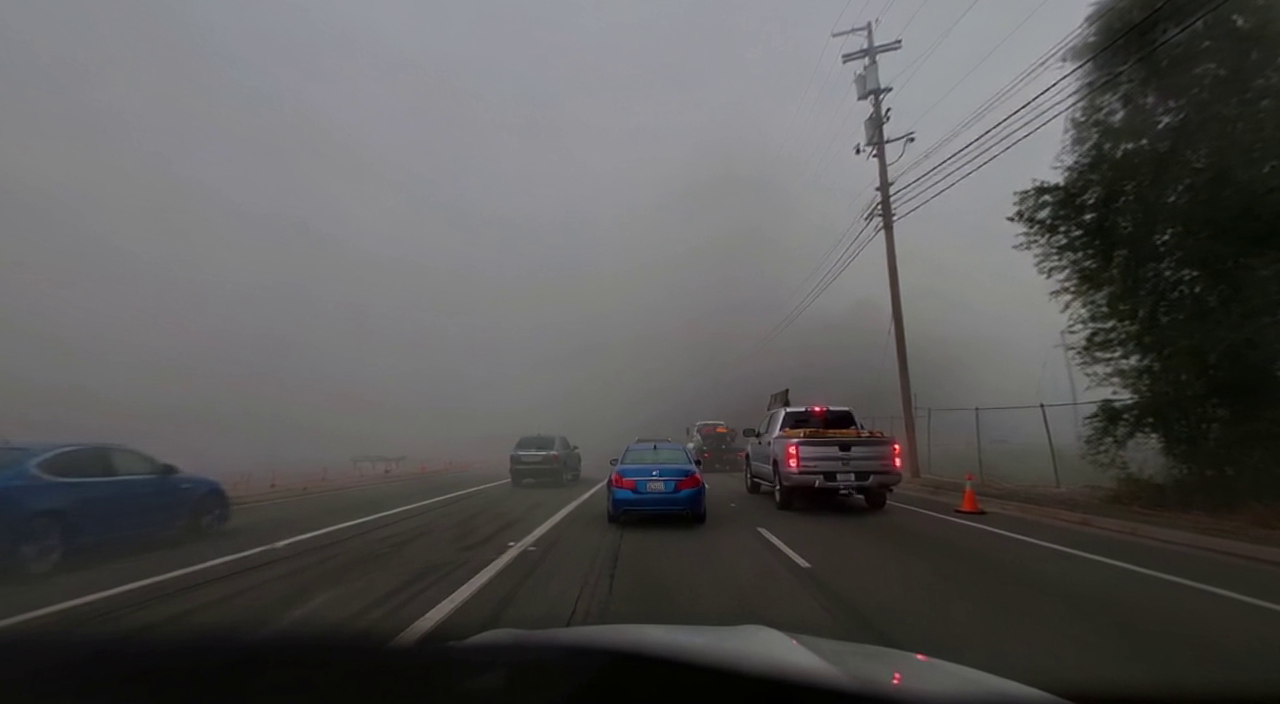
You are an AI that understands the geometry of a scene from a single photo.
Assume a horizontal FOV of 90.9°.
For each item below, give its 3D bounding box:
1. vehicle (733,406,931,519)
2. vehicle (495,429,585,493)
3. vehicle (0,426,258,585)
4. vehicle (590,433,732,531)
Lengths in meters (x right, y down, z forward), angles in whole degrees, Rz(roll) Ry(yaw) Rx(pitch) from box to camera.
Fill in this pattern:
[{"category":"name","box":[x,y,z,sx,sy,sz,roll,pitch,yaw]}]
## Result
[{"category":"vehicle","box":[3.915,2.451,14.503,2.555,2.017,6.201,0,-8,0]},{"category":"vehicle","box":[-2.957,3.333,19.588,1.989,1.729,4.184,0,-8,2]},{"category":"vehicle","box":[-7.082,1.682,7.473,2.018,1.490,4.926,0,-8,0]},{"category":"vehicle","box":[0.340,2.288,11.727,2.128,1.473,4.272,0,-8,1]}]
